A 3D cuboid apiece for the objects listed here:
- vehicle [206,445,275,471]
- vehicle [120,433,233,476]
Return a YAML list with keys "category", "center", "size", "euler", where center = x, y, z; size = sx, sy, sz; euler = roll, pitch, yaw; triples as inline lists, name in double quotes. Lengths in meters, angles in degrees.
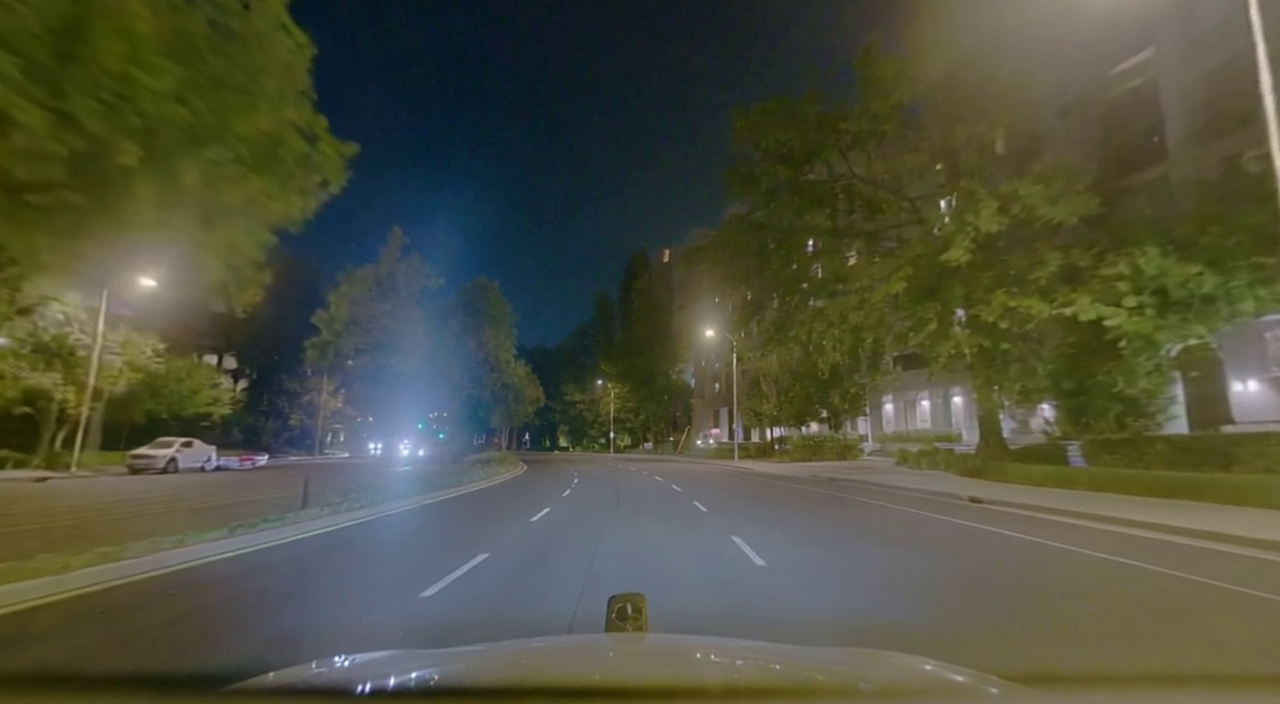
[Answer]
- category: "vehicle"
  center: [-23.741, 6.291, 37.639]
  size: [1.844, 1.452, 4.362]
  euler: [1, -9, -9]
- category: "vehicle"
  center: [-22.813, 5.061, 31.344]
  size: [2.387, 1.951, 4.827]
  euler: [1, -9, -8]
